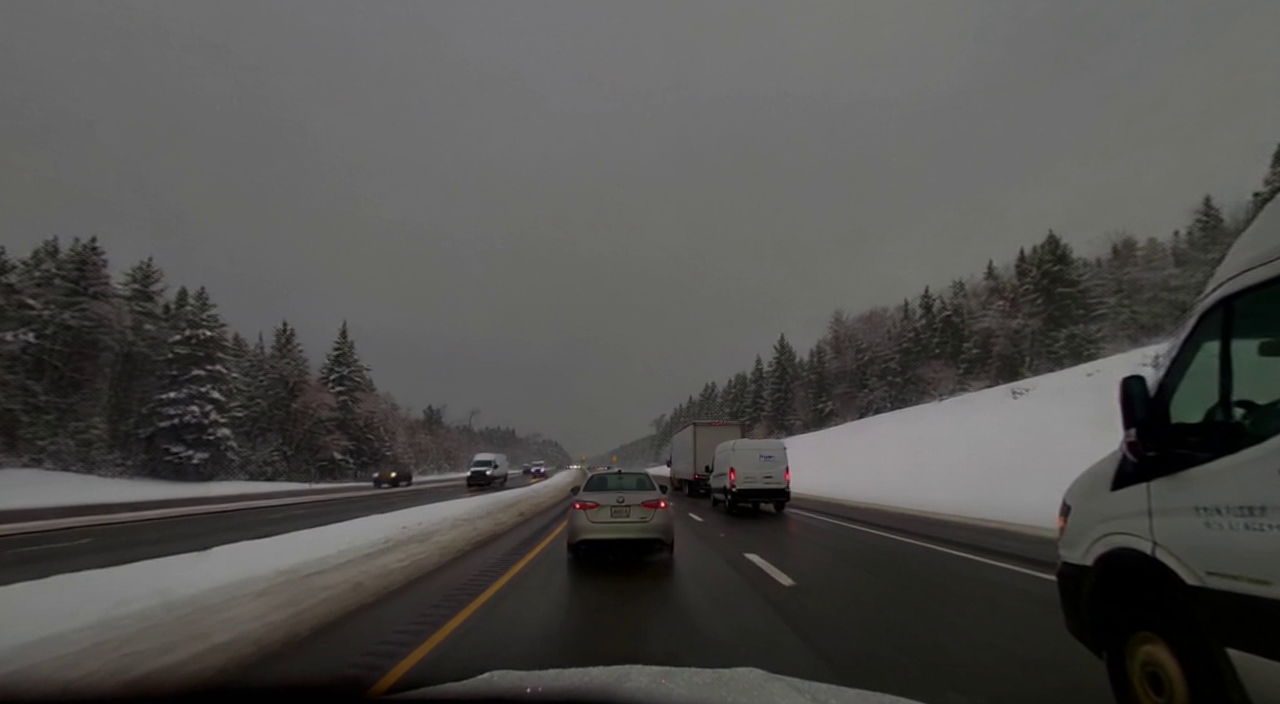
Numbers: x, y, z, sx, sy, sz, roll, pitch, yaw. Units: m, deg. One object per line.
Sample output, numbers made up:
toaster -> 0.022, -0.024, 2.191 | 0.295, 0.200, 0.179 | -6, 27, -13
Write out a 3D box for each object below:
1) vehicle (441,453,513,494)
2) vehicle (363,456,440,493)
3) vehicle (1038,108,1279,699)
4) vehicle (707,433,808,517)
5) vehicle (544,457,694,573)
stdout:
vehicle -> -7.138, 5.416, 28.173 | 2.069, 1.628, 4.479 | 1, -11, -1
vehicle -> -10.583, 5.470, 28.262 | 1.872, 1.510, 4.266 | 1, -11, -2
vehicle -> 5.546, -0.116, 1.612 | 2.890, 3.726, 9.269 | 1, -11, 0
vehicle -> 3.888, 4.265, 22.051 | 2.328, 2.537, 5.290 | 1, -11, -2
vehicle -> -0.300, 2.487, 10.135 | 1.980, 1.493, 3.410 | 1, -11, -1
